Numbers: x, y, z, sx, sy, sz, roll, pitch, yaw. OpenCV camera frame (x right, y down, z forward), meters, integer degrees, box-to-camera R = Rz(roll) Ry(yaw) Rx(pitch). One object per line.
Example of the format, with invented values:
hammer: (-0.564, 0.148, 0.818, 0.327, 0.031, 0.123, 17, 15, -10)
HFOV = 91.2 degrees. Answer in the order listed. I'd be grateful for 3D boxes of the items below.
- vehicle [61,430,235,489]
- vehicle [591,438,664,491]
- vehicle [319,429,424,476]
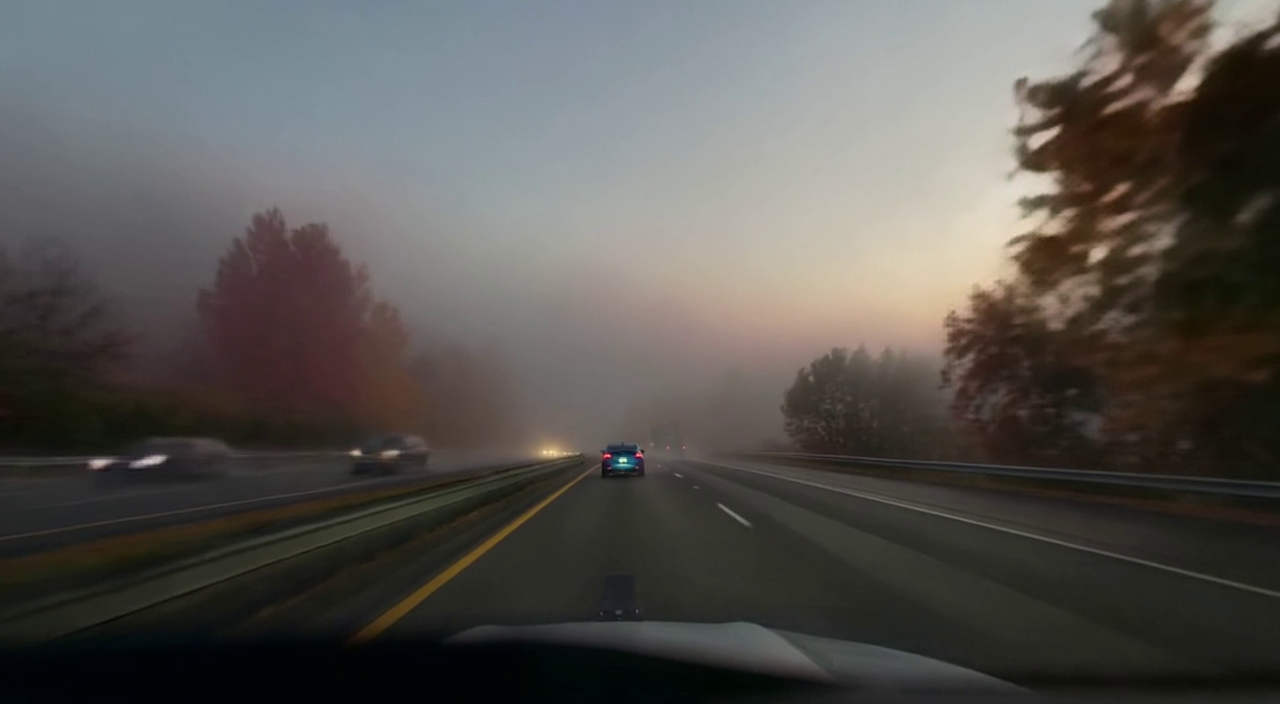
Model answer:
vehicle: (-13.903, 3.066, 18.076, 1.847, 1.502, 3.929, 0, -9, -1)
vehicle: (-0.409, 3.572, 20.261, 2.099, 1.506, 4.097, 0, -9, -1)
vehicle: (-9.951, 3.785, 23.662, 1.960, 1.582, 4.631, 0, -9, -1)
